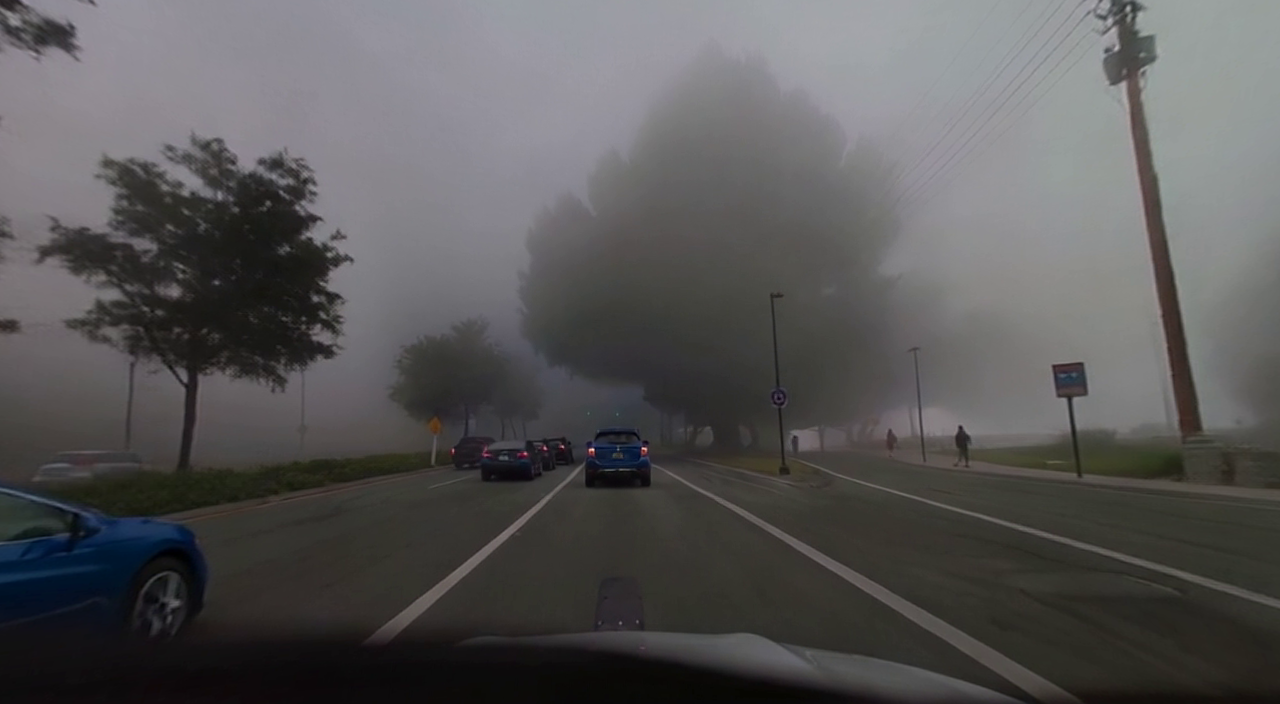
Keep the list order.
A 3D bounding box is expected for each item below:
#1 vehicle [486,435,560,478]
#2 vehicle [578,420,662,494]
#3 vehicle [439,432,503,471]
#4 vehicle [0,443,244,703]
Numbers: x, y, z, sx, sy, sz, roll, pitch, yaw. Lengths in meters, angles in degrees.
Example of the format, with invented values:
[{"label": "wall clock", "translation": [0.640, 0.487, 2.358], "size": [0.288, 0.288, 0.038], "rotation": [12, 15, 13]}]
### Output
[{"label": "vehicle", "translation": [-4.390, 3.999, 24.392], "size": [2.087, 1.485, 4.452], "rotation": [0, -8, -1]}, {"label": "vehicle", "translation": [-0.534, 2.825, 17.270], "size": [2.012, 1.769, 3.897], "rotation": [0, -8, -2]}, {"label": "vehicle", "translation": [-7.599, 4.506, 28.779], "size": [1.860, 1.634, 4.089], "rotation": [0, -8, -2]}, {"label": "vehicle", "translation": [-3.609, 0.950, 1.984], "size": [1.865, 1.314, 4.461], "rotation": [0, -8, 0]}]
